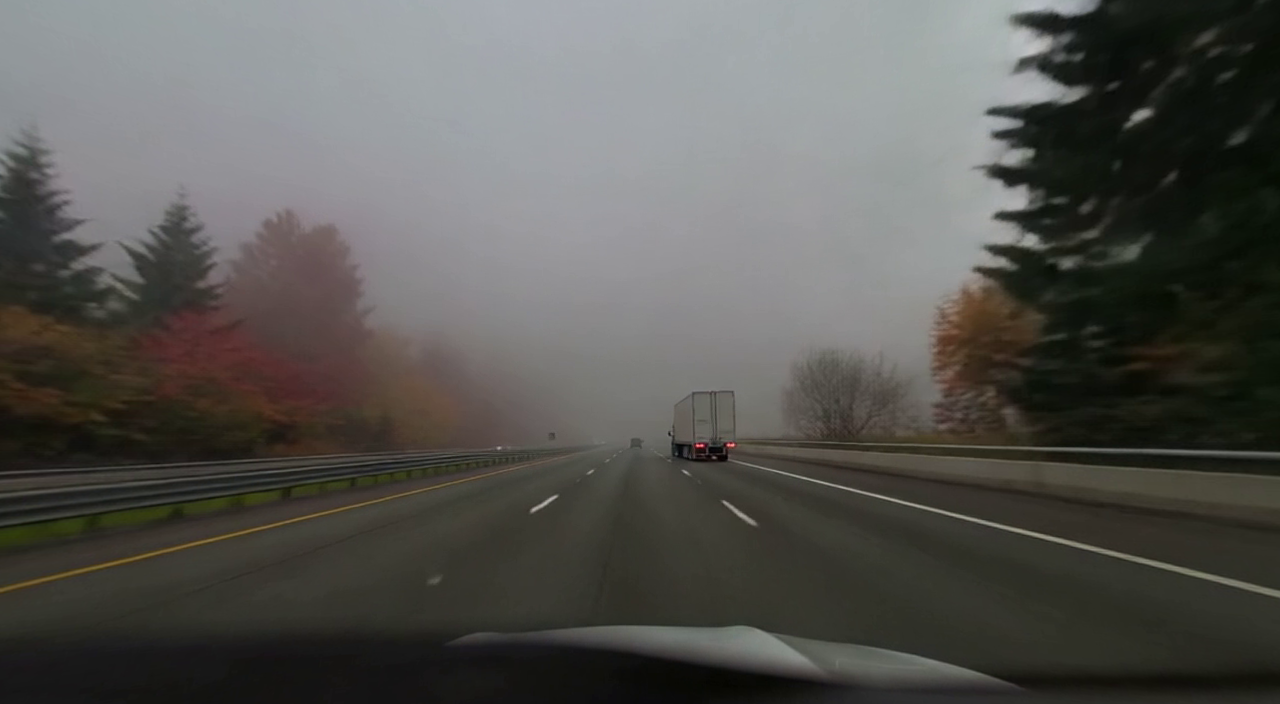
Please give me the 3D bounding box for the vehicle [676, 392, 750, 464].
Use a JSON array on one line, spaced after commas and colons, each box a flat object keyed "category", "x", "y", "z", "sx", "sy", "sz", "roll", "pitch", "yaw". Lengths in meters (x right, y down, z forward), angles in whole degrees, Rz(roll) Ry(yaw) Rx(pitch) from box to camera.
[{"category": "vehicle", "x": 4.180, "y": 4.744, "z": 38.454, "sx": 3.348, "sy": 3.847, "sz": 8.908, "roll": 0, "pitch": -8, "yaw": -1}]
